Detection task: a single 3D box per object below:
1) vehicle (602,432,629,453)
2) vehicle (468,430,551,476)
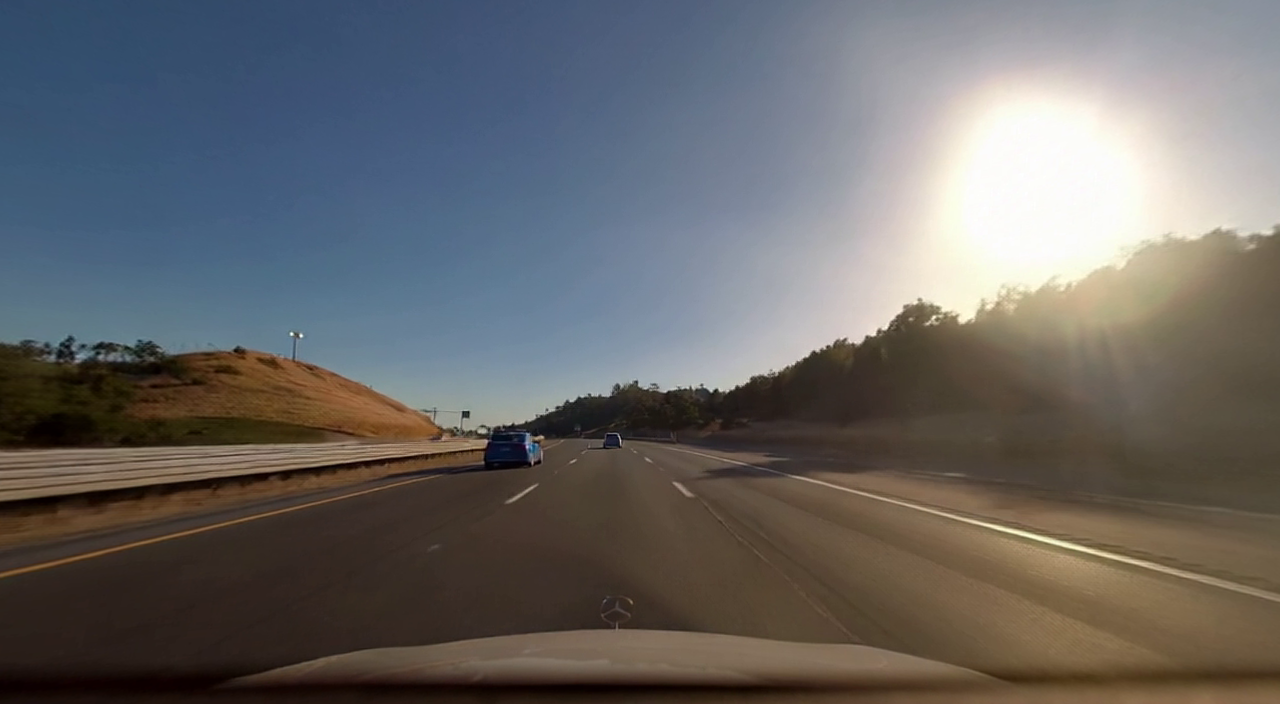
[{"bbox_3d":[-1.908,7.012,48.988,1.997,1.589,4.179,0,-8,-2],"label":"vehicle"},{"bbox_3d":[-4.785,3.766,23.912,2.141,1.534,5.099,0,-8,-1],"label":"vehicle"}]
